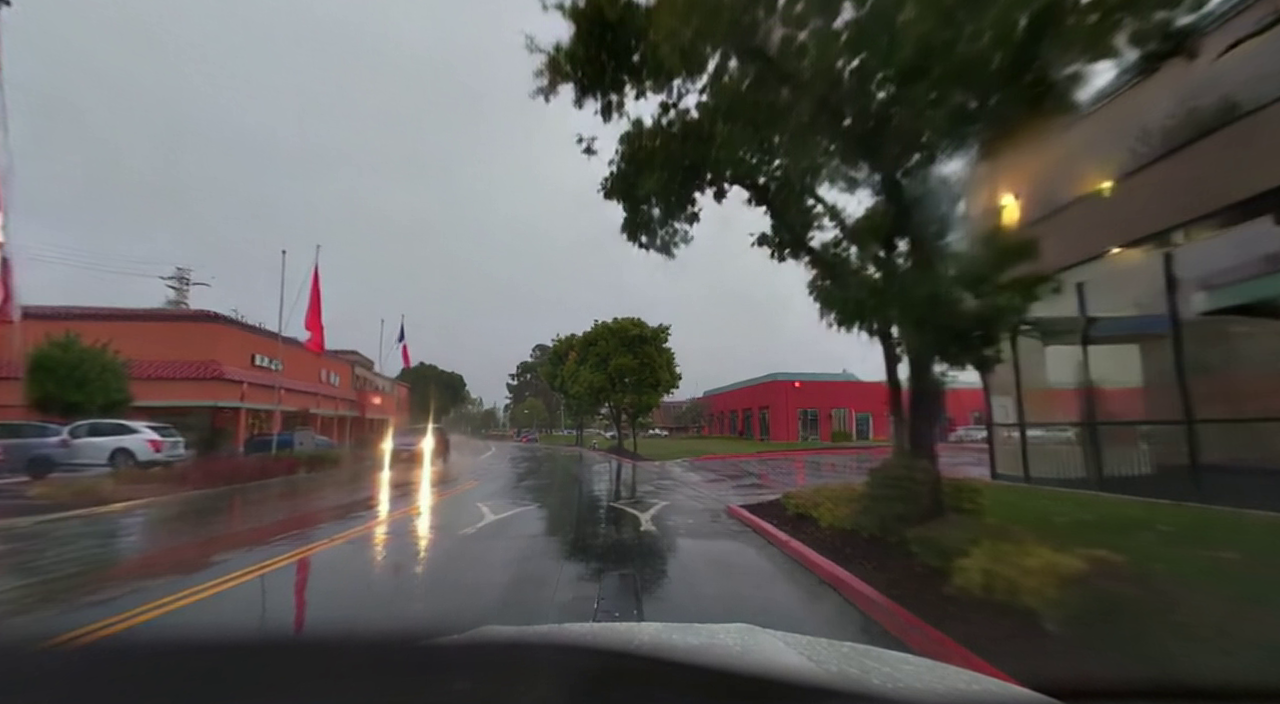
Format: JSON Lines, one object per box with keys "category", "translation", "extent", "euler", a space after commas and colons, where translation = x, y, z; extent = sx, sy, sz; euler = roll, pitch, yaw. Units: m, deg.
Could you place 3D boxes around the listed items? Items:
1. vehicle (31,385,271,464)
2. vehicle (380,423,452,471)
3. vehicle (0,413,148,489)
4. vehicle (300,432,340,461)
{"category": "vehicle", "translation": [-23.092, 3.555, 30.547], "extent": [8.479, 3.396, 3.021], "euler": [3, -8, -24]}
{"category": "vehicle", "translation": [-9.615, 4.091, 27.367], "extent": [2.026, 1.882, 4.277], "euler": [1, -8, -7]}
{"category": "vehicle", "translation": [-14.515, 2.308, 14.898], "extent": [3.948, 1.672, 1.942], "euler": [1, -8, -8]}
{"category": "vehicle", "translation": [-18.538, 5.478, 36.622], "extent": [1.778, 1.584, 2.802], "euler": [3, -8, -22]}
